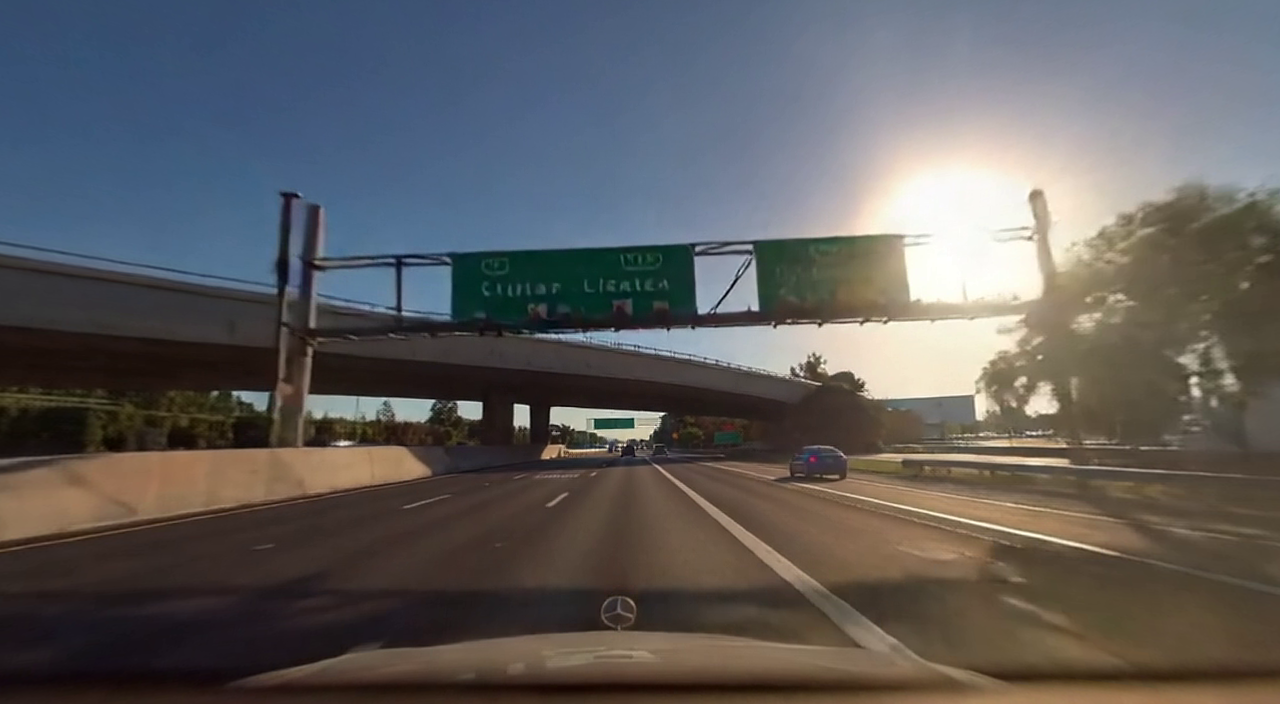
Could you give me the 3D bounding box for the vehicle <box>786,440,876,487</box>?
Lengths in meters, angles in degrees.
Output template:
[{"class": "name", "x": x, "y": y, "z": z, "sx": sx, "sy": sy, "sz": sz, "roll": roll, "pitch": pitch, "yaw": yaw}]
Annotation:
[{"class": "vehicle", "x": 6.874, "y": 4.019, "z": 23.250, "sx": 1.958, "sy": 1.498, "sz": 4.447, "roll": 0, "pitch": -8, "yaw": 0}]
